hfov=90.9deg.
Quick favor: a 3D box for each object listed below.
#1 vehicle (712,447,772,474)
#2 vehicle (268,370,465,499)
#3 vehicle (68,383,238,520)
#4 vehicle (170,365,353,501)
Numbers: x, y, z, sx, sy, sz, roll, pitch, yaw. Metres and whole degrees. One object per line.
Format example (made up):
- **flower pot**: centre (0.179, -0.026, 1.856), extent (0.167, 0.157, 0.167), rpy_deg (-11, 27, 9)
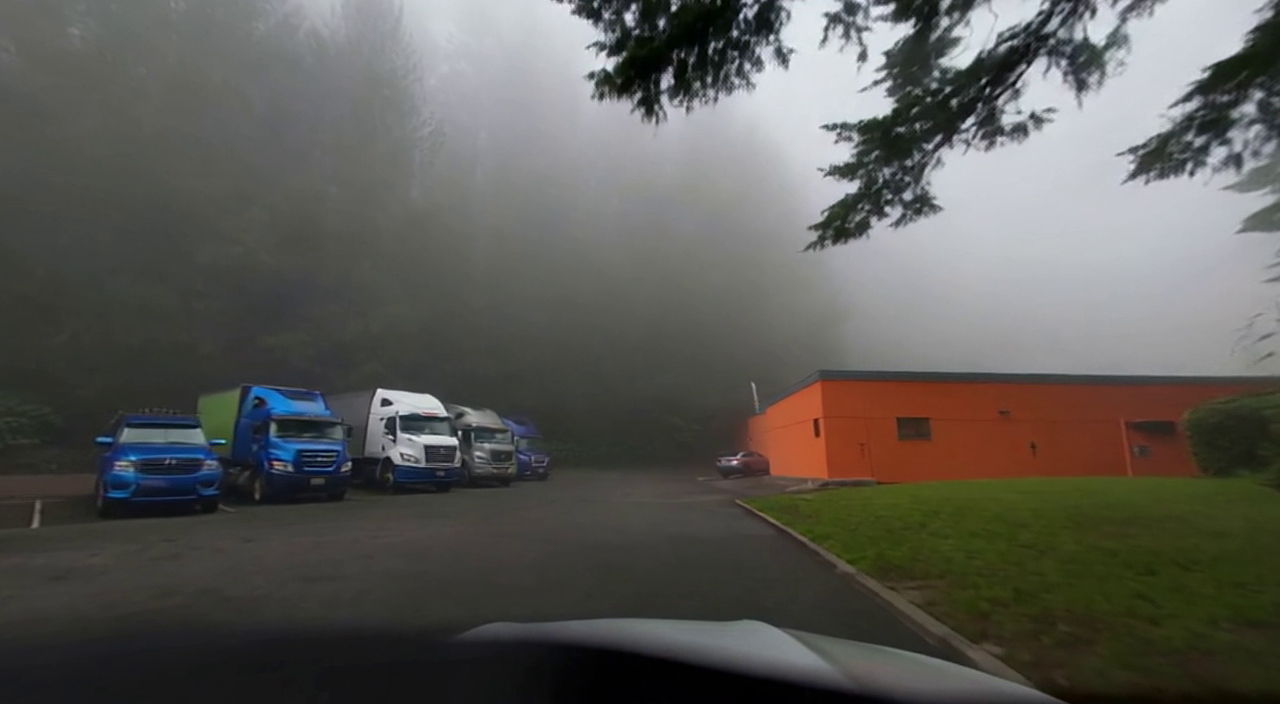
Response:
- **vehicle**: centre (6.003, 6.309, 36.904), extent (1.809, 1.506, 3.473), rpy_deg (-8, -12, 42)
- **vehicle**: centre (-11.387, 3.423, 25.191), extent (2.948, 4.069, 11.906), rpy_deg (8, -12, -44)
- **vehicle**: centre (-13.887, 2.772, 17.675), extent (2.674, 3.007, 7.819), rpy_deg (8, -12, -43)
- **vehicle**: centre (-14.325, 3.115, 23.184), extent (3.038, 3.871, 11.512), rpy_deg (8, -12, -43)
